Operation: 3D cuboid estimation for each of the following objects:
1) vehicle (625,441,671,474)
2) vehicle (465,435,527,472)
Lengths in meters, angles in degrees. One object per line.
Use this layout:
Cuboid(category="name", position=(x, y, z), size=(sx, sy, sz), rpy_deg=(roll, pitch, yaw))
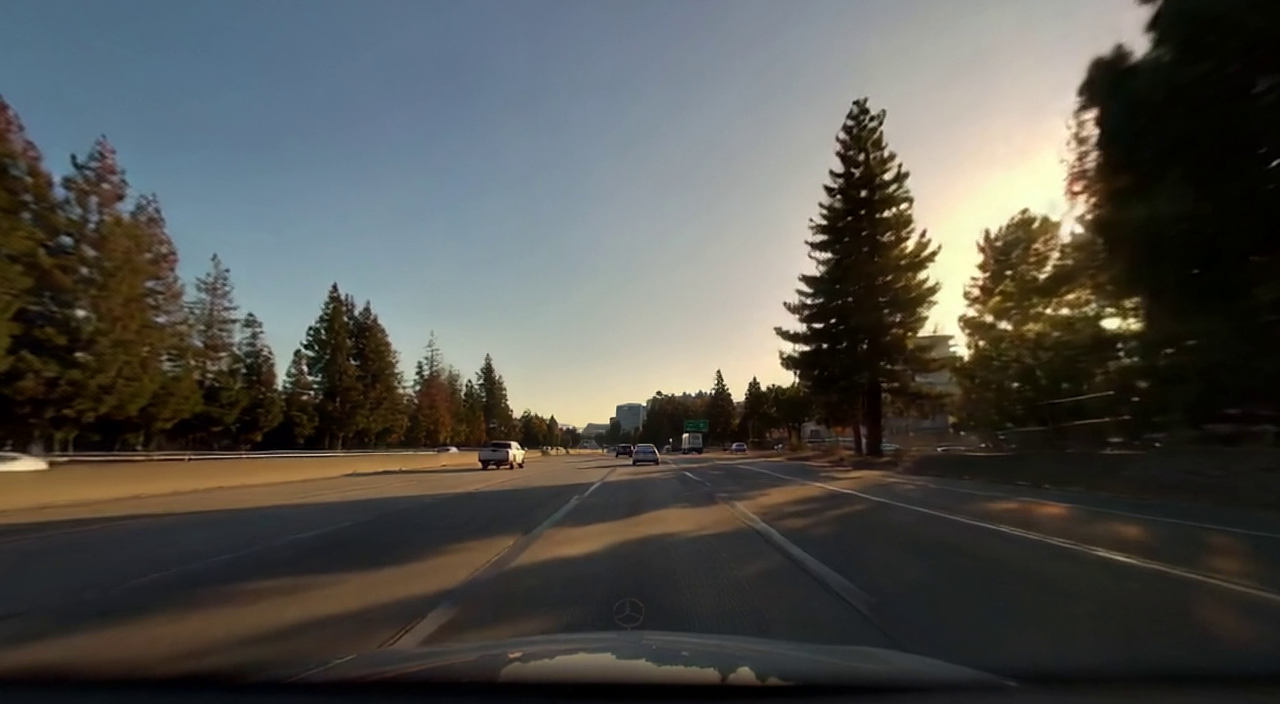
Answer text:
Cuboid(category="vehicle", position=(0.344, 5.170, 31.204), size=(2.112, 1.482, 4.082), rpy_deg=(0, -8, 0))
Cuboid(category="vehicle", position=(-7.455, 5.316, 33.115), size=(2.093, 1.789, 4.399), rpy_deg=(0, -8, 1))
